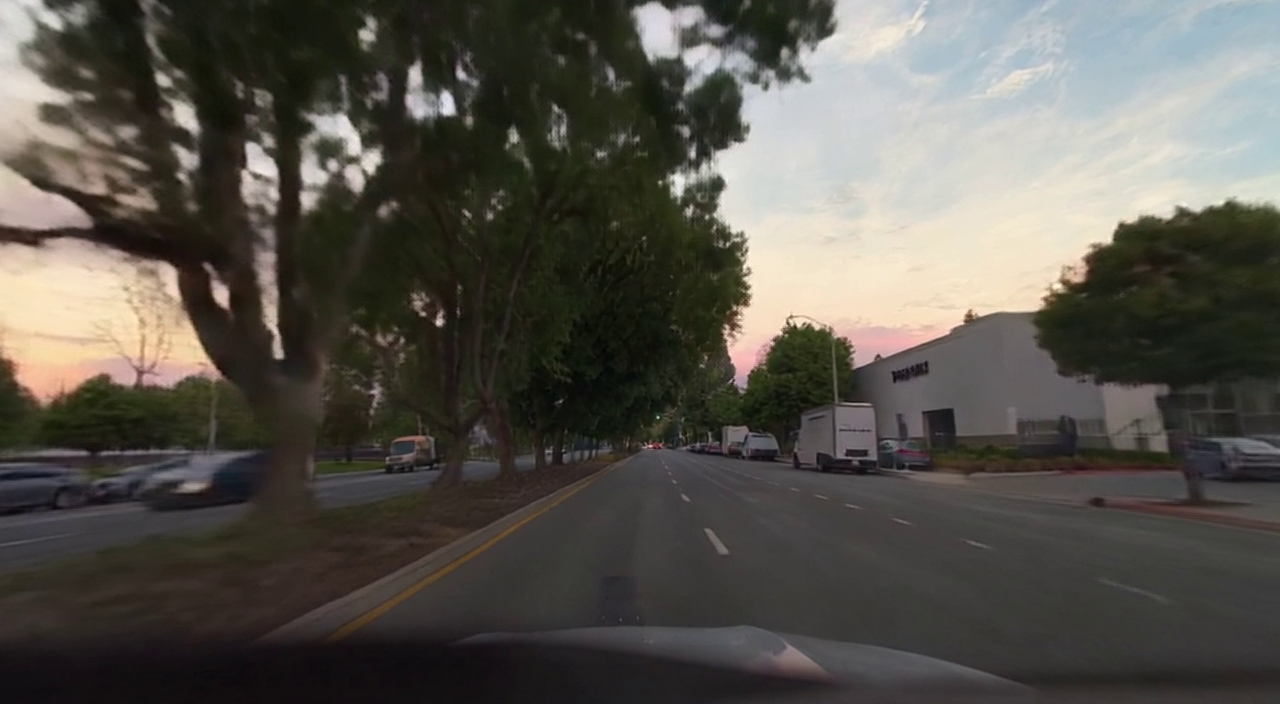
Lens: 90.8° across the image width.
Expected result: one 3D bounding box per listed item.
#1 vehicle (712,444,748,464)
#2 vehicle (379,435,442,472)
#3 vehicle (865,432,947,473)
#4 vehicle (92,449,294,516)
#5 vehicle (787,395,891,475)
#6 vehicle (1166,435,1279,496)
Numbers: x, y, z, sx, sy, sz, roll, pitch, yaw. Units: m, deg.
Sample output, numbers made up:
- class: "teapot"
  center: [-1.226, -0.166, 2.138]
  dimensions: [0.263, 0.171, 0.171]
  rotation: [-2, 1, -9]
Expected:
- class: "vehicle"
  center: [6.588, 7.495, 46.546]
  dimensions: [1.972, 1.417, 4.239]
  rotation: [0, -9, 0]
- class: "vehicle"
  center: [-17.009, 7.550, 47.231]
  dimensions: [2.253, 2.554, 6.021]
  rotation: [-1, -8, 1]
- class: "vehicle"
  center: [14.428, 5.513, 34.696]
  dimensions: [2.203, 2.052, 5.314]
  rotation: [0, -9, 0]
- class: "vehicle"
  center: [-11.130, 3.248, 16.224]
  dimensions: [1.973, 1.442, 4.241]
  rotation: [-1, -9, 2]
- class: "vehicle"
  center: [10.477, 4.583, 34.462]
  dimensions: [2.879, 3.765, 8.904]
  rotation: [0, -9, 1]
- class: "vehicle"
  center: [19.714, 3.451, 19.409]
  dimensions: [1.979, 1.787, 5.366]
  rotation: [1, -8, -8]
